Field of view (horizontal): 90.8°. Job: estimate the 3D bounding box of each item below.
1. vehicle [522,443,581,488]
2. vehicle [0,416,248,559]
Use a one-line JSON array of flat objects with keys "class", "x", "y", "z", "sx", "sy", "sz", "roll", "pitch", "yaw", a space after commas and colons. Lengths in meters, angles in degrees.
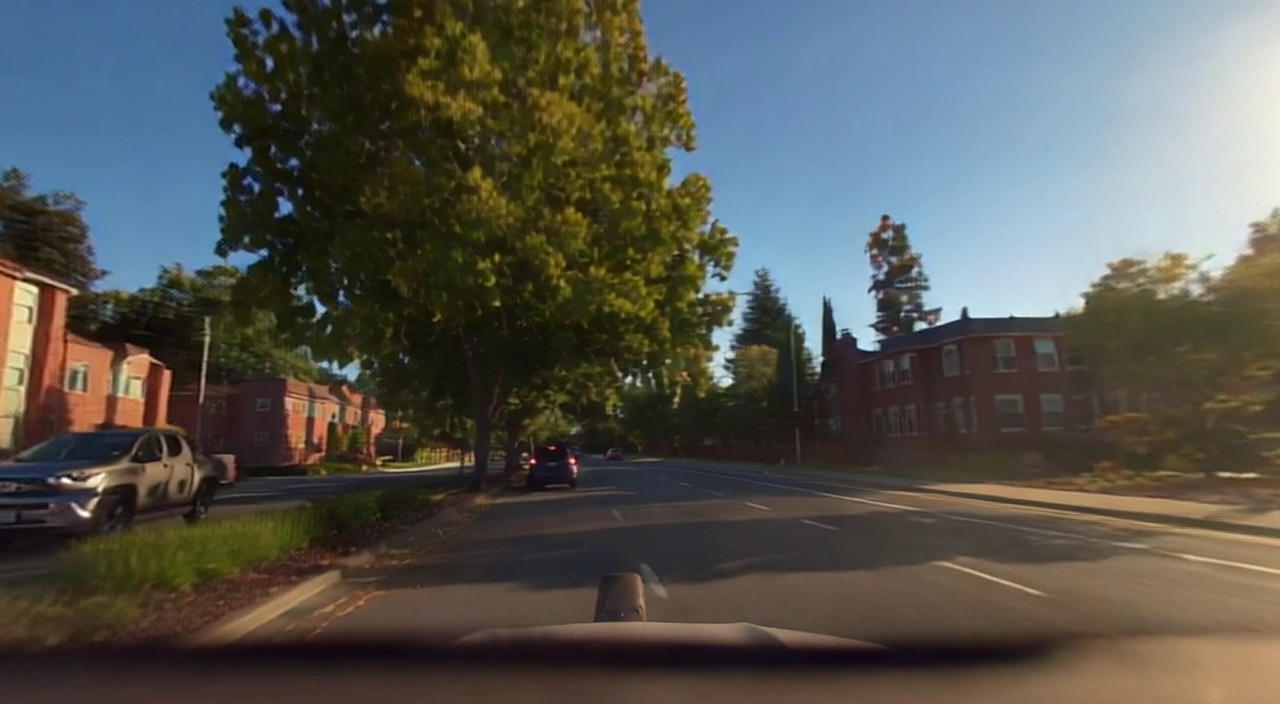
[{"class": "vehicle", "x": -3.410, "y": 4.427, "z": 25.052, "sx": 2.093, "sy": 1.591, "sz": 4.247, "roll": 1, "pitch": -9, "yaw": -5}, {"class": "vehicle", "x": -9.995, "y": 2.379, "z": 11.896, "sx": 2.386, "sy": 2.101, "sz": 4.923, "roll": 1, "pitch": -9, "yaw": -6}]
